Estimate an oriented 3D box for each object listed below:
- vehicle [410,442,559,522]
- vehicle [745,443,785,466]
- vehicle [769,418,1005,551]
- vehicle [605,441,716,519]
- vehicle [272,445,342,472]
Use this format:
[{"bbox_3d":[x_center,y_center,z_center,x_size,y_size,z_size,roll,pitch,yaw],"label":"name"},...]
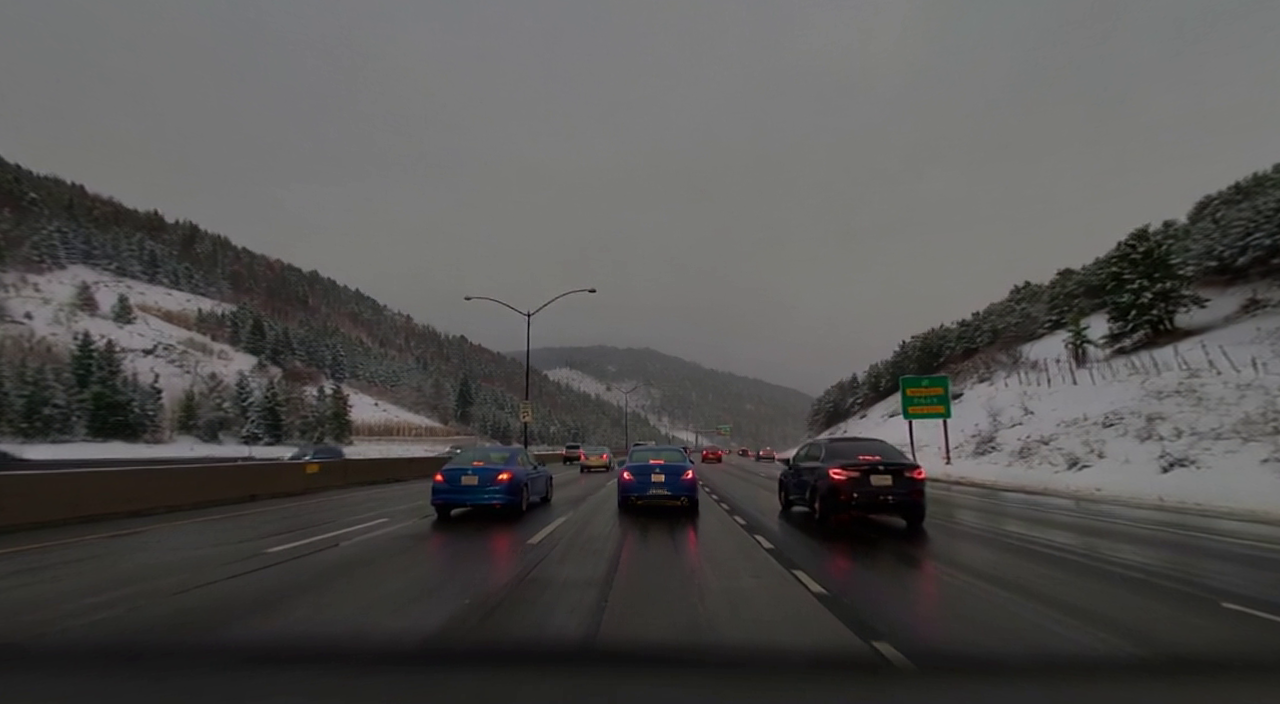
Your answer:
[{"bbox_3d":[-3.140,2.713,13.785,2.017,1.446,4.384,0,-8,2],"label":"vehicle"},{"bbox_3d":[8.801,7.275,44.931,2.097,1.515,4.593,-1,-8,3],"label":"vehicle"},{"bbox_3d":[3.669,2.060,10.541,2.083,1.693,4.740,0,-8,1],"label":"vehicle"},{"bbox_3d":[0.417,2.688,13.762,2.072,1.431,3.904,0,-8,1],"label":"vehicle"},{"bbox_3d":[-23.481,7.491,44.693,2.062,1.794,4.892,-1,-8,4],"label":"vehicle"}]
